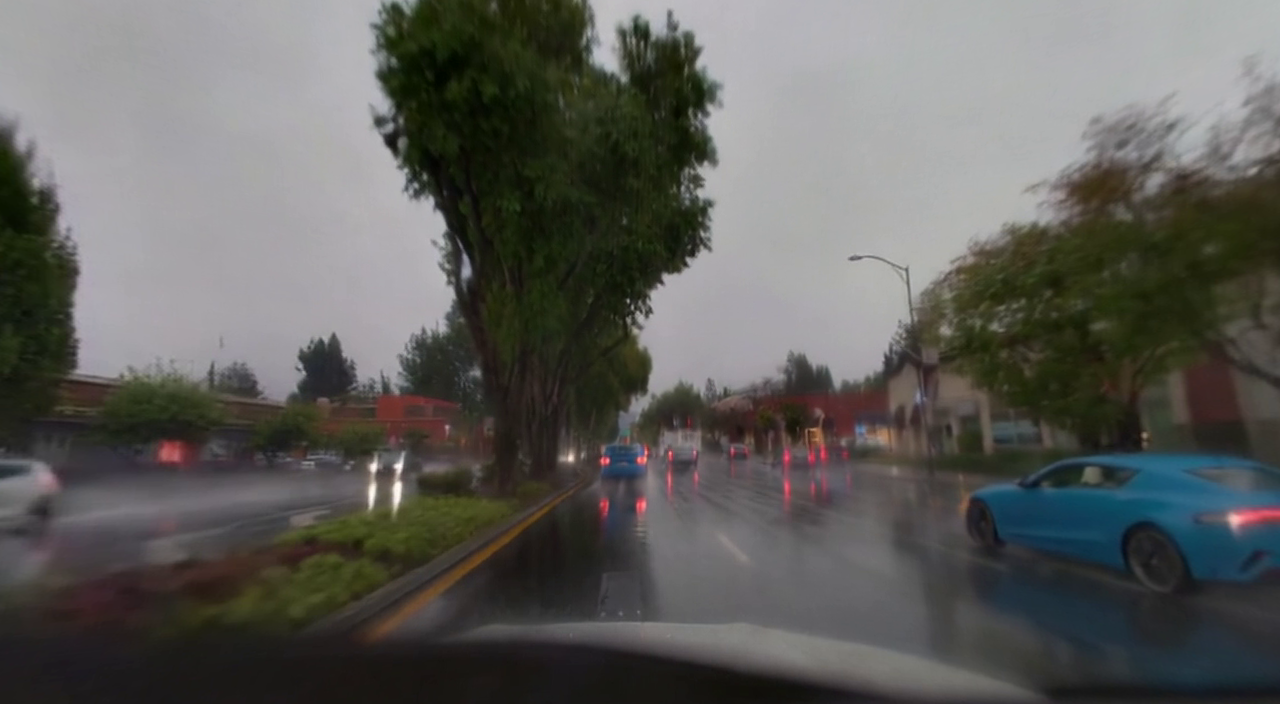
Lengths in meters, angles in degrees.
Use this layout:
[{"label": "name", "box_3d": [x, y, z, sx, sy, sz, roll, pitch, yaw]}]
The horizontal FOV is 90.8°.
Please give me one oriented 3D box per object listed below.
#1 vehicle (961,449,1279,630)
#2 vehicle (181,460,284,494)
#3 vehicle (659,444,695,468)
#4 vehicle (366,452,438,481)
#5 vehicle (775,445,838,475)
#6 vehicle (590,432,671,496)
[{"label": "vehicle", "box_3d": [5.709, 1.709, 6.667, 2.258, 1.294, 4.312, 0, -9, -2]}, {"label": "vehicle", "box_3d": [-19.835, 6.088, 31.048, 1.879, 1.513, 4.466, -1, -9, 4]}, {"label": "vehicle", "box_3d": [2.411, 6.939, 42.195, 2.078, 1.471, 4.142, 0, -9, -2]}, {"label": "vehicle", "box_3d": [-13.341, 6.441, 35.822, 2.217, 1.519, 4.724, 0, -9, 0]}, {"label": "vehicle", "box_3d": [8.771, 5.751, 33.638, 2.045, 1.484, 4.342, 0, -9, -2]}, {"label": "vehicle", "box_3d": [-0.302, 3.457, 19.716, 2.266, 1.762, 4.131, 0, -9, -1]}]
